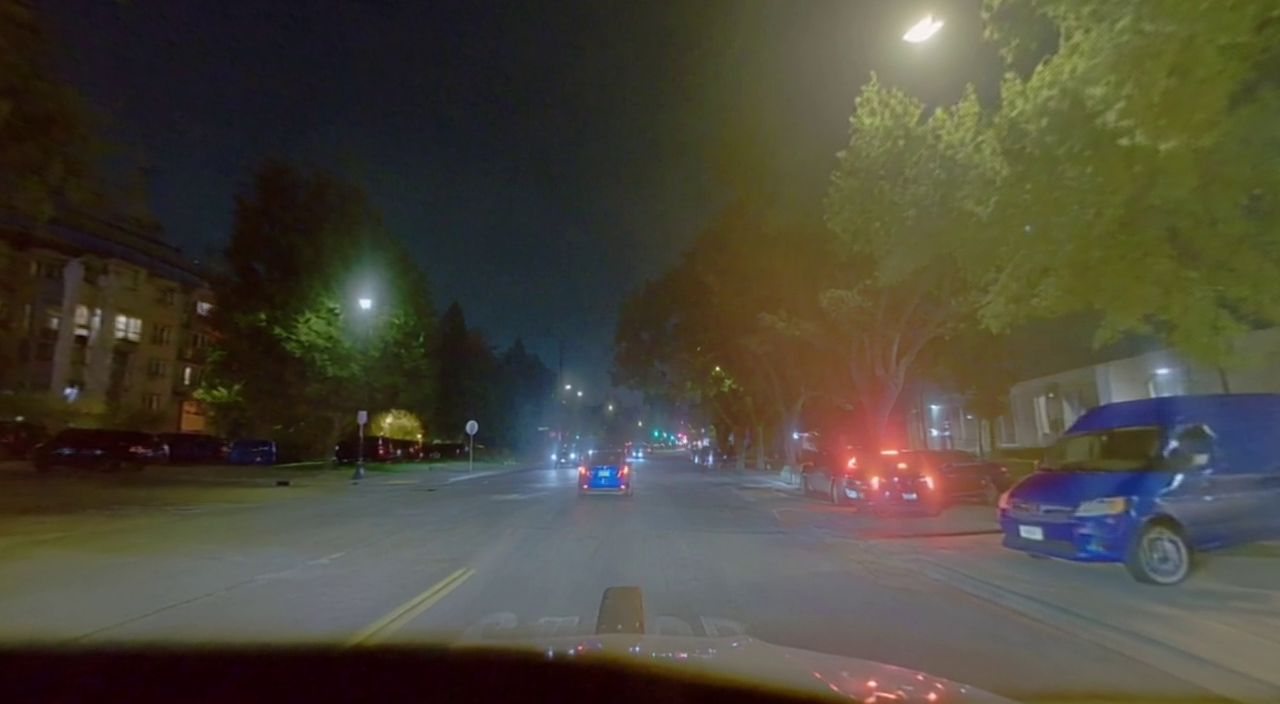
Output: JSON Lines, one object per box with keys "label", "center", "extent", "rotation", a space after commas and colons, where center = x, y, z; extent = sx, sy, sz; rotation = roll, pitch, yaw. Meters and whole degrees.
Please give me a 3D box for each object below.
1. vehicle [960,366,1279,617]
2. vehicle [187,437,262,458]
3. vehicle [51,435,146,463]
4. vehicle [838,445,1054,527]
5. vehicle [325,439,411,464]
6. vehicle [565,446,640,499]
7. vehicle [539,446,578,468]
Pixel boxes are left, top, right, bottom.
{"label": "vehicle", "center": [6.733, 1.502, 7.610], "extent": [5.385, 2.146, 2.143], "rotation": [4, -9, -25]}
{"label": "vehicle", "center": [-31.861, 7.332, 48.535], "extent": [4.410, 1.611, 1.880], "rotation": [0, -9, -1]}
{"label": "vehicle", "center": [-31.776, 5.683, 37.115], "extent": [3.915, 1.574, 1.850], "rotation": [0, -9, 3]}
{"label": "vehicle", "center": [6.485, 2.731, 13.401], "extent": [4.097, 1.476, 1.864], "rotation": [4, -9, -25]}
{"label": "vehicle", "center": [-18.336, 6.729, 42.769], "extent": [4.892, 1.679, 1.927], "rotation": [1, -9, -6]}
{"label": "vehicle", "center": [-1.241, 3.710, 19.916], "extent": [2.065, 1.450, 4.522], "rotation": [1, -9, -5]}
{"label": "vehicle", "center": [-5.885, 7.659, 46.137], "extent": [2.049, 1.490, 4.501], "rotation": [0, -8, 3]}
